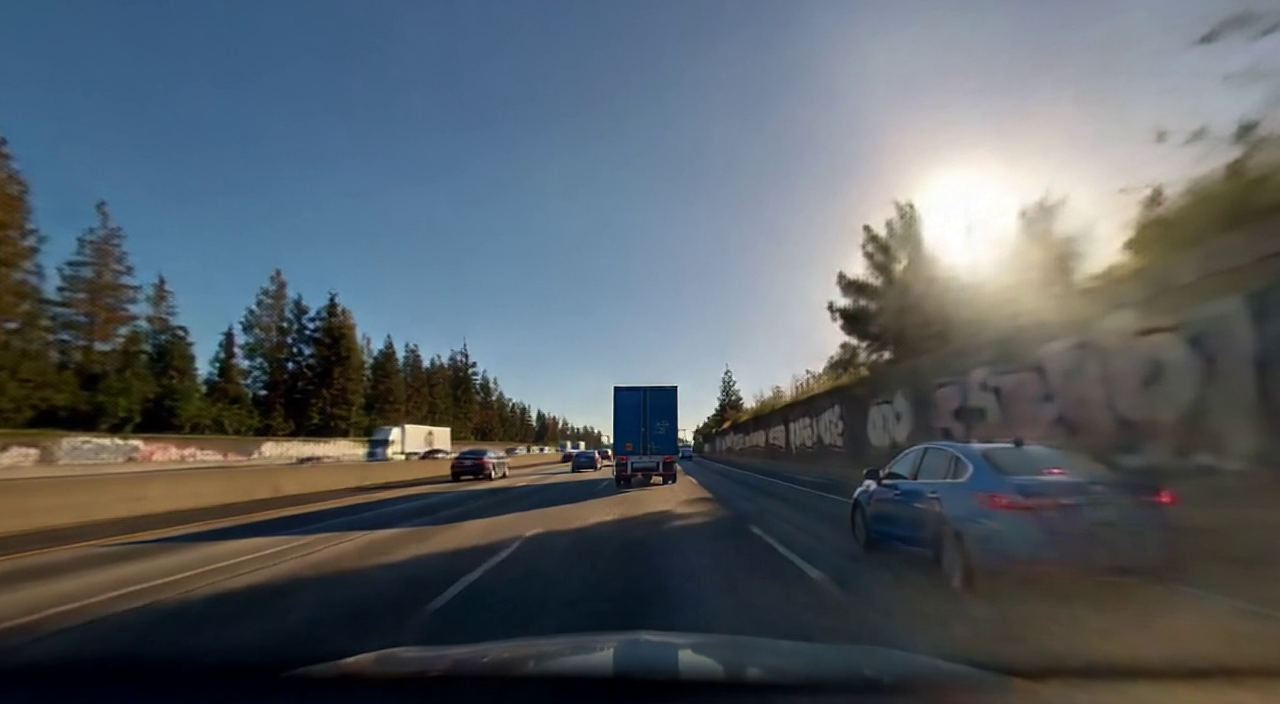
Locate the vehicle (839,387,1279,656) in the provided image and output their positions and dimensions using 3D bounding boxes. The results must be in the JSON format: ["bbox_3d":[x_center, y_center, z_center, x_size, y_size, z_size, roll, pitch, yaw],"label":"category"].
[{"bbox_3d":[3.816,1.411,6.263,2.205,1.689,4.403,0,-9,0],"label":"vehicle"}]

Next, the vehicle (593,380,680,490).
[{"bbox_3d":[-0.082,3.539,26.082,2.915,3.661,9.741,0,-9,0],"label":"vehicle"}]

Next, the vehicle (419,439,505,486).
[{"bbox_3d":[-6.660,4.188,24.102,2.005,1.607,4.042,0,-9,1],"label":"vehicle"}]

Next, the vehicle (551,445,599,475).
[{"bbox_3d":[-3.377,5.731,33.637,2.020,1.505,4.171,0,-9,1],"label":"vehicle"}]
